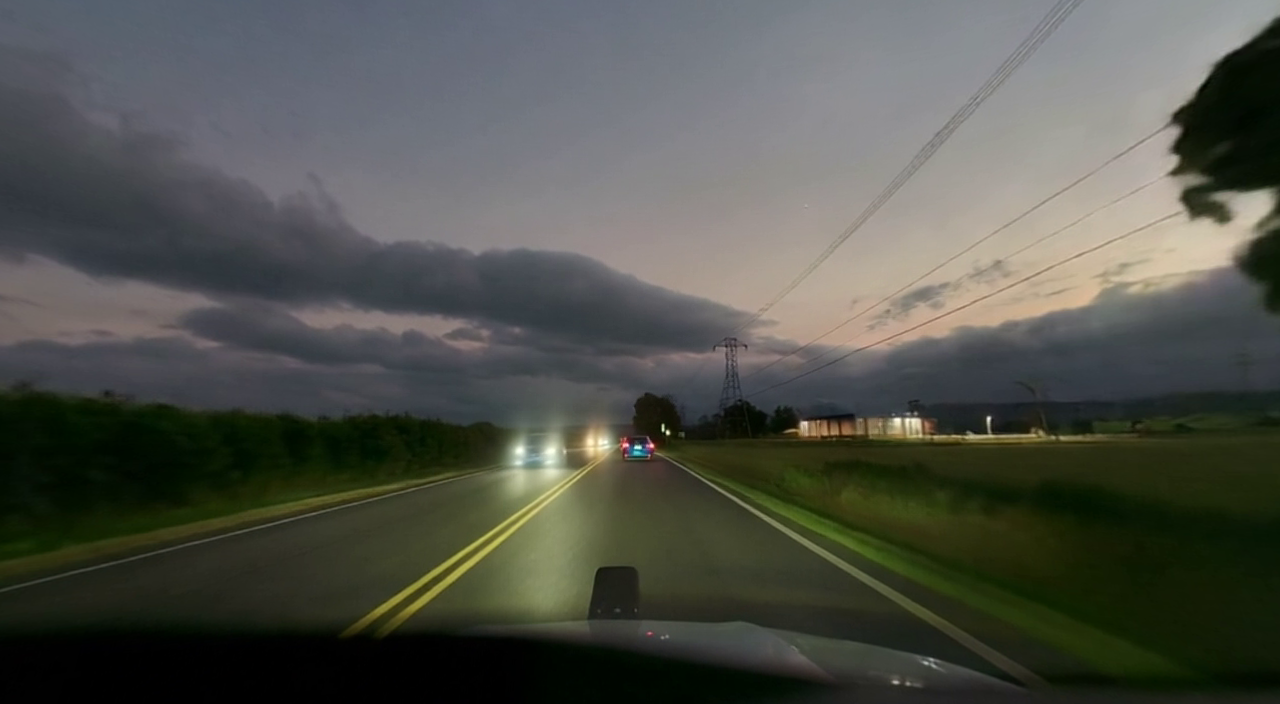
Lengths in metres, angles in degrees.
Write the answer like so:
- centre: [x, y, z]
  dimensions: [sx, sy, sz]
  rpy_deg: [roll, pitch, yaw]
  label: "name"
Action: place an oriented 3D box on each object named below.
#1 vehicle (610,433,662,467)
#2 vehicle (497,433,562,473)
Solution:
- centre: [-0.215, 4.493, 29.176]
  dimensions: [2.241, 1.471, 3.829]
  rpy_deg: [0, -8, -2]
  label: "vehicle"
- centre: [-4.485, 4.159, 26.243]
  dimensions: [2.019, 1.511, 4.290]
  rpy_deg: [0, -8, -1]
  label: "vehicle"
